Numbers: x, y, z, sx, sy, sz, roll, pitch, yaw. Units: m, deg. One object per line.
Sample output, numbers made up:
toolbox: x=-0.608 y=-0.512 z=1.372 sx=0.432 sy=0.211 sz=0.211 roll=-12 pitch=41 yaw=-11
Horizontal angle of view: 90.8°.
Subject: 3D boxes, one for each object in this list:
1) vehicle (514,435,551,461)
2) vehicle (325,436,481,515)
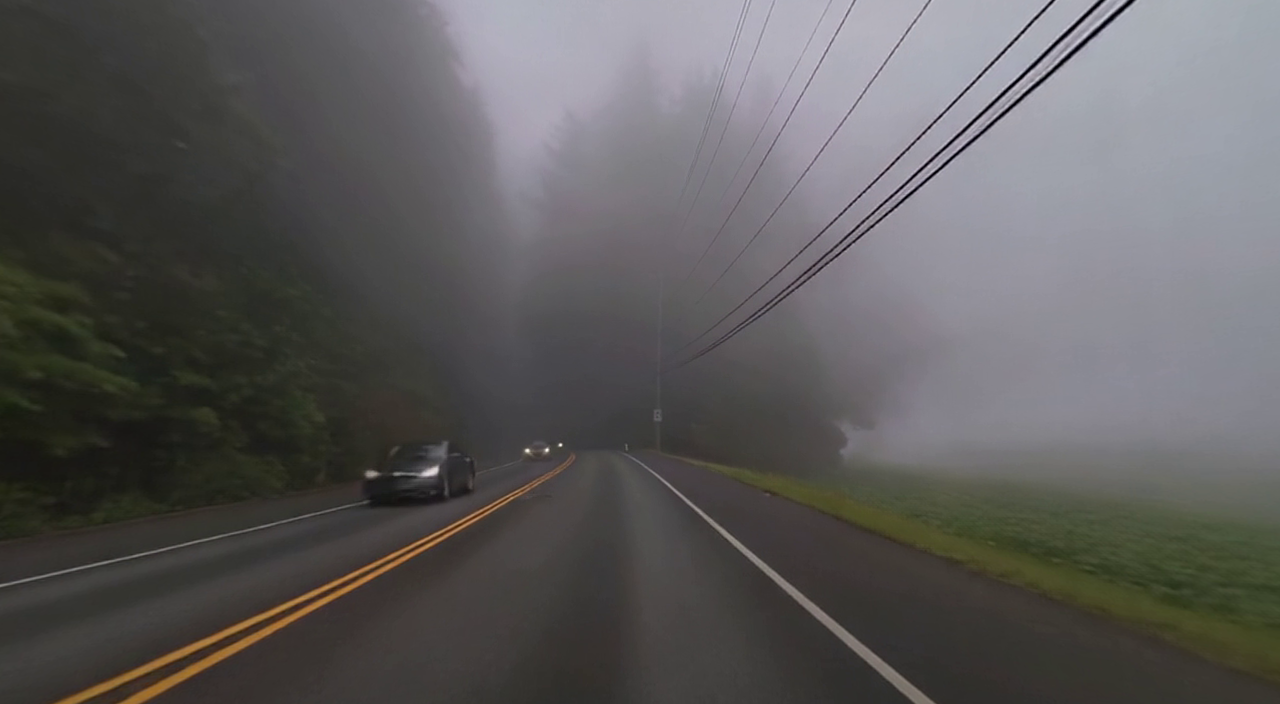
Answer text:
vehicle: x=-7.435 y=6.672 z=44.069 sx=2.143 sy=1.694 sz=4.326 roll=0 pitch=-8 yaw=-4
vehicle: x=-5.150 y=2.707 z=14.438 sx=1.950 sy=1.522 sz=4.180 roll=0 pitch=-8 yaw=-1
